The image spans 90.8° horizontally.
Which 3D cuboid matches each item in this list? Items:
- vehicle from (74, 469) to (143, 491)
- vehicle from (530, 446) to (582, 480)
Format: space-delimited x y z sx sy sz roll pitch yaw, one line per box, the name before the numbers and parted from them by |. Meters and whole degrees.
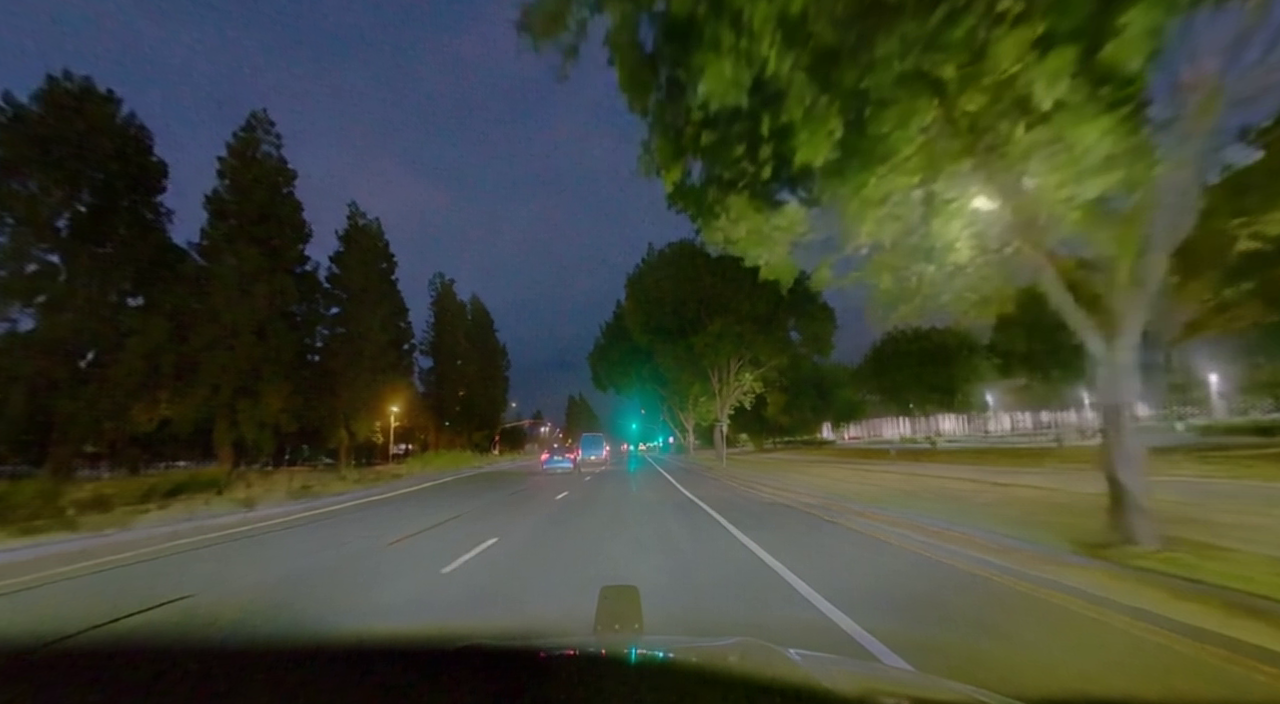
vehicle | -36.898 8.900 43.972 1.599 1.391 3.650 1 -10 0
vehicle | -3.970 5.292 30.371 2.009 1.473 4.028 0 -9 -1
